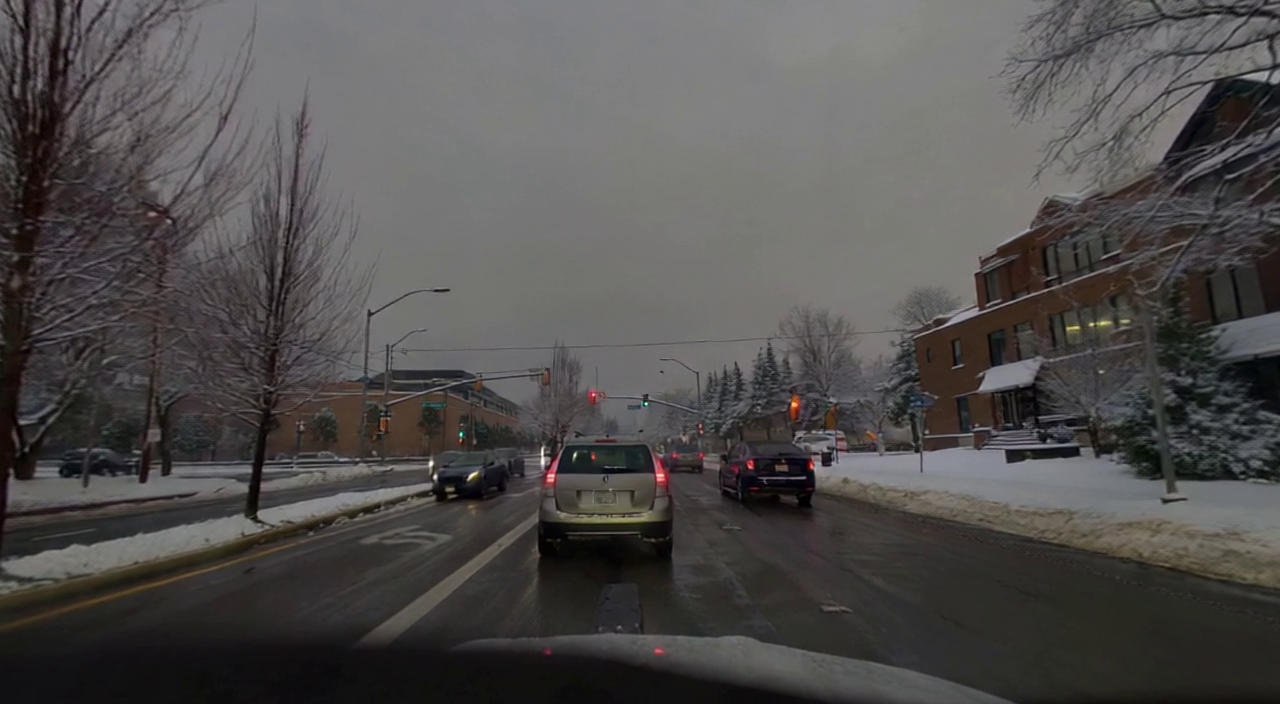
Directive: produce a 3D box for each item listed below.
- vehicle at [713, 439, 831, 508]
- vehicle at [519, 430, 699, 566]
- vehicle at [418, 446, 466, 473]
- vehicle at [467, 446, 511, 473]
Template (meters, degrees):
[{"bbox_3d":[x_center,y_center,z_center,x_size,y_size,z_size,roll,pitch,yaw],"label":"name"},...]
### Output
[{"bbox_3d":[3.117,2.962,15.882,1.910,1.474,4.263,0,-9,-2],"label":"vehicle"},{"bbox_3d":[-0.387,1.903,8.889,2.006,1.487,3.535,0,-9,-1],"label":"vehicle"},{"bbox_3d":[-13.597,7.392,43.705,1.985,1.689,4.461,0,-9,-2],"label":"vehicle"},{"bbox_3d":[-9.087,6.503,38.307,1.824,1.513,4.254,0,-9,-3],"label":"vehicle"}]
